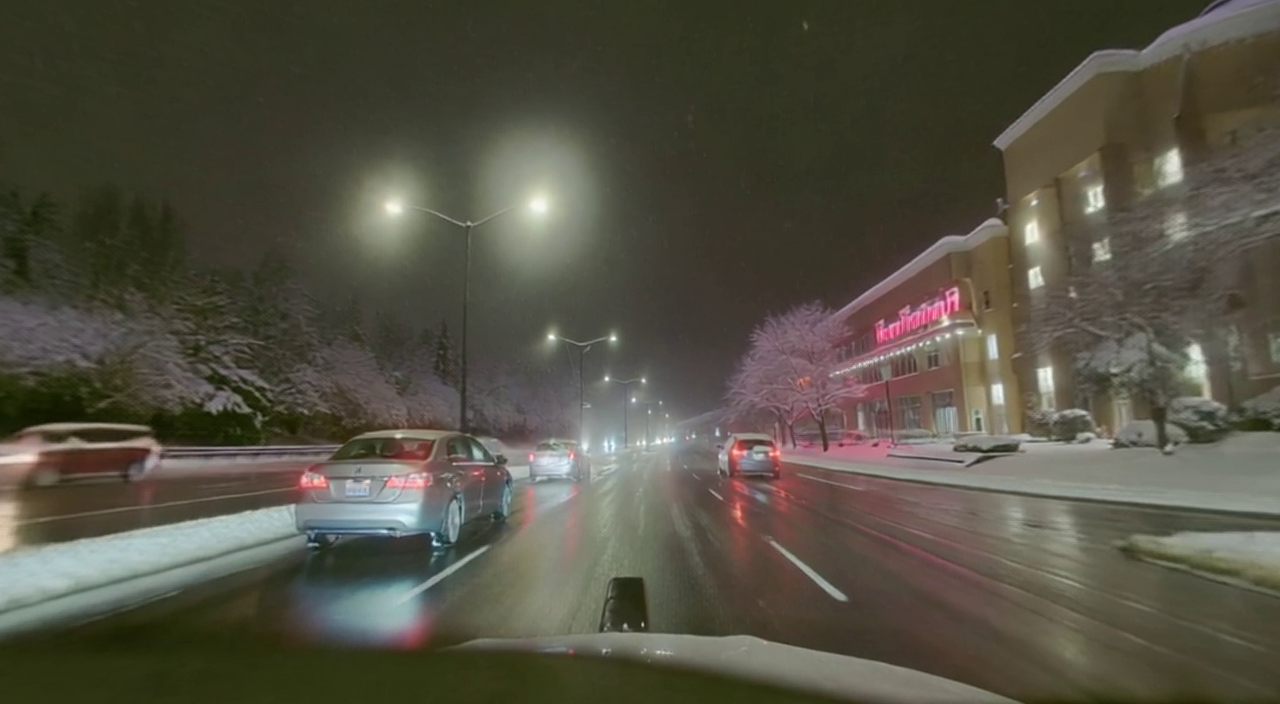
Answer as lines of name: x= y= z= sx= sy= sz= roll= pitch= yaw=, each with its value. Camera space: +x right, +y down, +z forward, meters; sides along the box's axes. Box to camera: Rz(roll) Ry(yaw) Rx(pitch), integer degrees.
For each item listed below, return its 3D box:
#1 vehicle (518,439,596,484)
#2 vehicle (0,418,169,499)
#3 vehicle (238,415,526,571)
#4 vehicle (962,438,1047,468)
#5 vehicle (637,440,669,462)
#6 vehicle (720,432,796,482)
vehicle: x=-2.845 y=3.852 z=22.547 sx=1.980 sy=1.454 sz=4.226 roll=-1 pitch=-8 yaw=3
vehicle: x=-15.600 y=2.779 z=16.772 sx=2.180 sy=1.824 sz=4.922 roll=-1 pitch=-8 yaw=2
vehicle: x=-3.017 y=1.755 z=8.675 sx=2.118 sy=1.568 sz=4.436 roll=0 pitch=-8 yaw=-1
vehicle: x=18.300 y=5.062 z=31.707 sx=3.368 sy=1.389 sz=1.595 roll=1 pitch=-8 yaw=-10
vehicle: x=0.981 y=7.075 z=45.042 sx=2.164 sy=1.477 sz=3.988 roll=-1 pitch=-8 yaw=2
vehicle: x=4.334 y=3.927 z=23.877 sx=2.103 sy=1.699 sz=4.171 roll=0 pitch=-8 yaw=0
